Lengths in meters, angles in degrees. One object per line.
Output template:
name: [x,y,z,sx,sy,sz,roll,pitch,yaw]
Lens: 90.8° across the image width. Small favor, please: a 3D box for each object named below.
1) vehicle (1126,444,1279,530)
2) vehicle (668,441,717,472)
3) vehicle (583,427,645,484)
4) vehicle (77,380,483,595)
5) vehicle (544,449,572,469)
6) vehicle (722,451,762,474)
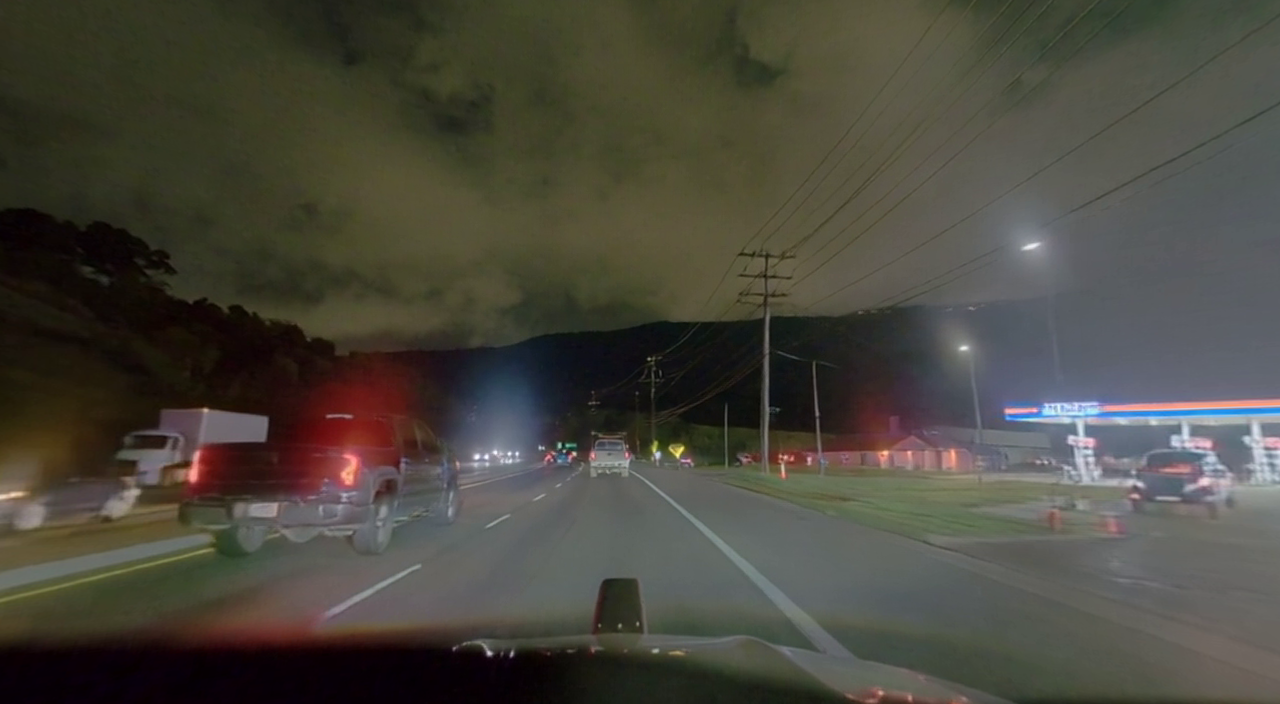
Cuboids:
vehicle: [15.197,3.459,16.958,5.331,1.917,2.166,7,-11,-40]
vehicle: [3.941,8.023,48.728,2.706,2.199,6.527,1,-9,-5]
vehicle: [-1.231,4.562,28.096,2.486,2.280,5.291,1,-9,-4]
vehicle: [-4.080,1.686,8.835,2.345,2.012,5.693,0,-9,-1]
vehicle: [-6.299,8.235,48.758,1.972,1.496,4.150,1,-9,-5]
vehicle: [7.392,8.147,46.333,1.933,1.480,4.249,2,-12,-4]
